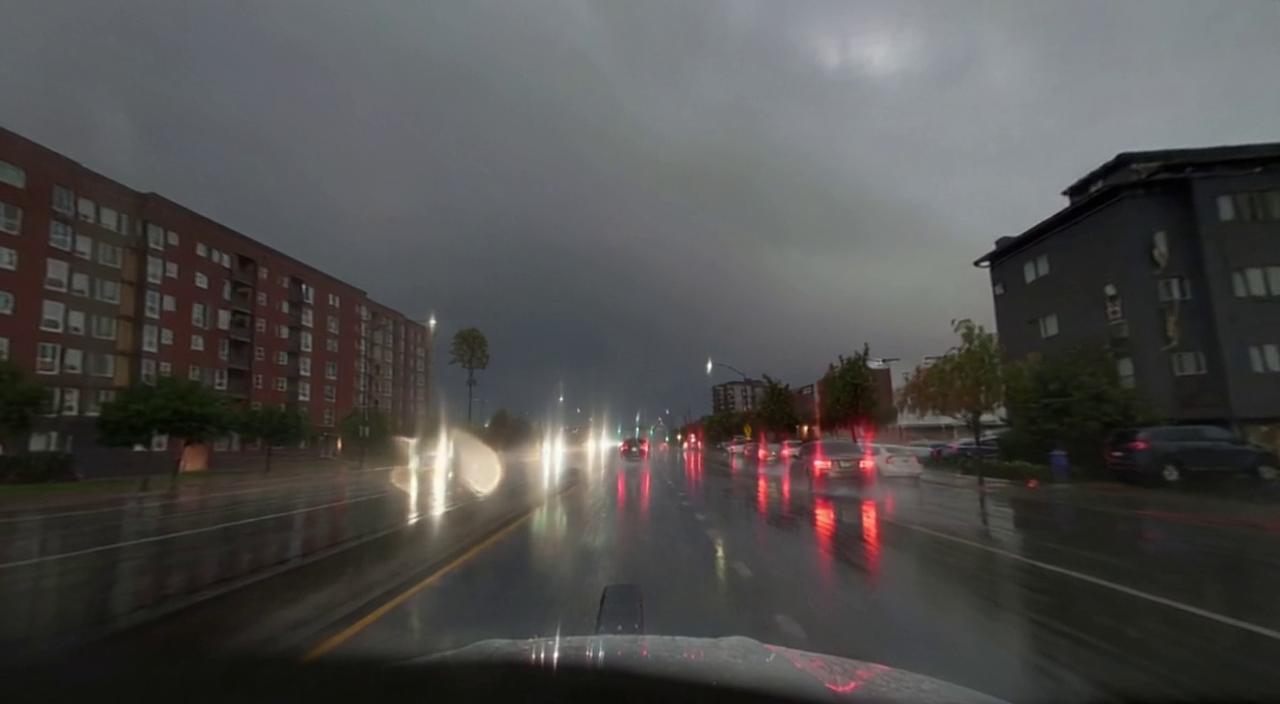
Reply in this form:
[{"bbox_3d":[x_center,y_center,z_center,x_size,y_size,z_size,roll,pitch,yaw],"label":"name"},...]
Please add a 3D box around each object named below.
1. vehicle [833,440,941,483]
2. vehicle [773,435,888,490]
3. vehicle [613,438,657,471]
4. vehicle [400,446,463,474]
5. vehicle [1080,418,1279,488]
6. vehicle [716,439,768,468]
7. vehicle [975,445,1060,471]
[{"bbox_3d":[9.767,4.367,25.421,2.181,1.546,4.845,0,-9,-3],"label":"vehicle"},{"bbox_3d":[5.988,3.533,20.545,2.121,1.557,4.898,0,-9,-1],"label":"vehicle"},{"bbox_3d":[-0.259,5.162,31.805,2.106,1.553,3.964,0,-9,-1],"label":"vehicle"},{"bbox_3d":[-11.546,6.003,35.231,1.897,1.466,4.566,0,-9,1],"label":"vehicle"},{"bbox_3d":[17.738,3.245,20.288,5.388,2.082,2.328,1,-9,-4],"label":"vehicle"},{"bbox_3d":[5.745,5.770,35.870,2.154,1.554,4.149,0,-9,-2],"label":"vehicle"},{"bbox_3d":[22.641,6.350,37.846,1.955,1.427,3.836,4,-10,-27],"label":"vehicle"}]
